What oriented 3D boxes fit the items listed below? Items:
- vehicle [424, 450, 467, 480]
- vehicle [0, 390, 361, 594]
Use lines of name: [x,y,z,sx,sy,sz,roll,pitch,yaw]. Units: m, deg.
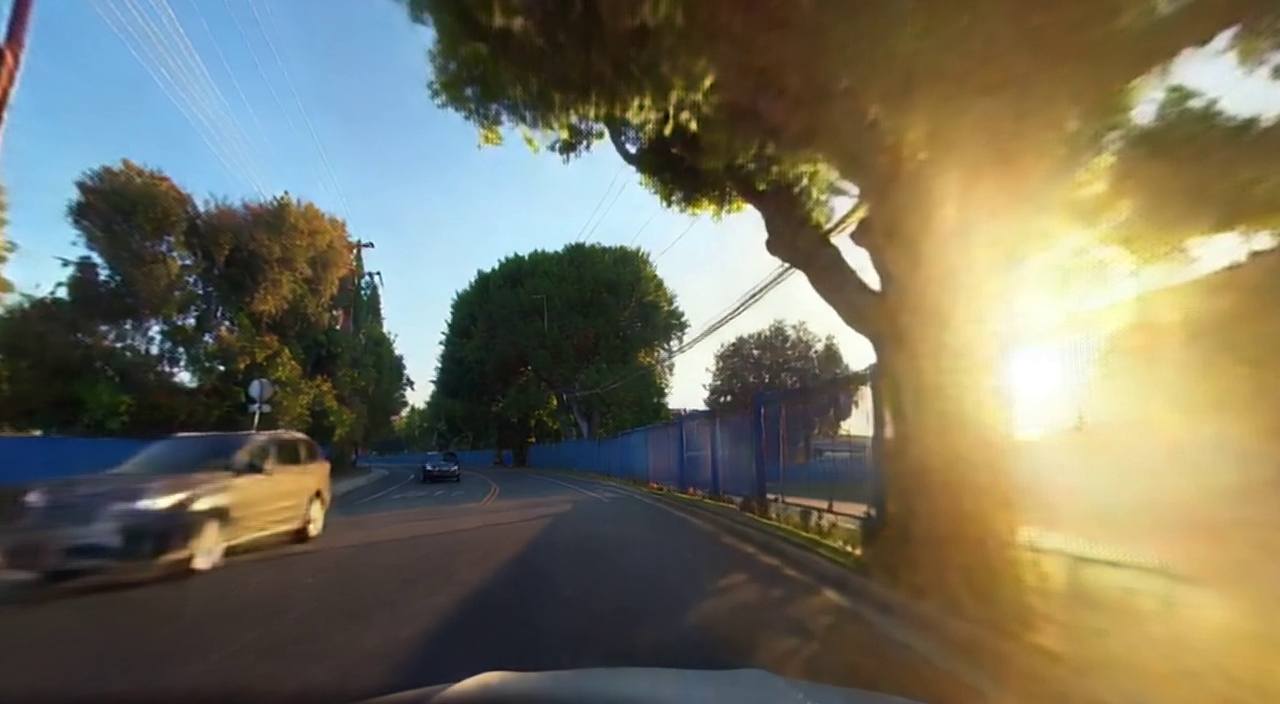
vehicle: [-10.596,6.106,34.392,2.034,1.479,4.521,3,-9,-17]
vehicle: [-5.534,1.625,8.103,2.185,1.901,4.177,0,-9,-4]
